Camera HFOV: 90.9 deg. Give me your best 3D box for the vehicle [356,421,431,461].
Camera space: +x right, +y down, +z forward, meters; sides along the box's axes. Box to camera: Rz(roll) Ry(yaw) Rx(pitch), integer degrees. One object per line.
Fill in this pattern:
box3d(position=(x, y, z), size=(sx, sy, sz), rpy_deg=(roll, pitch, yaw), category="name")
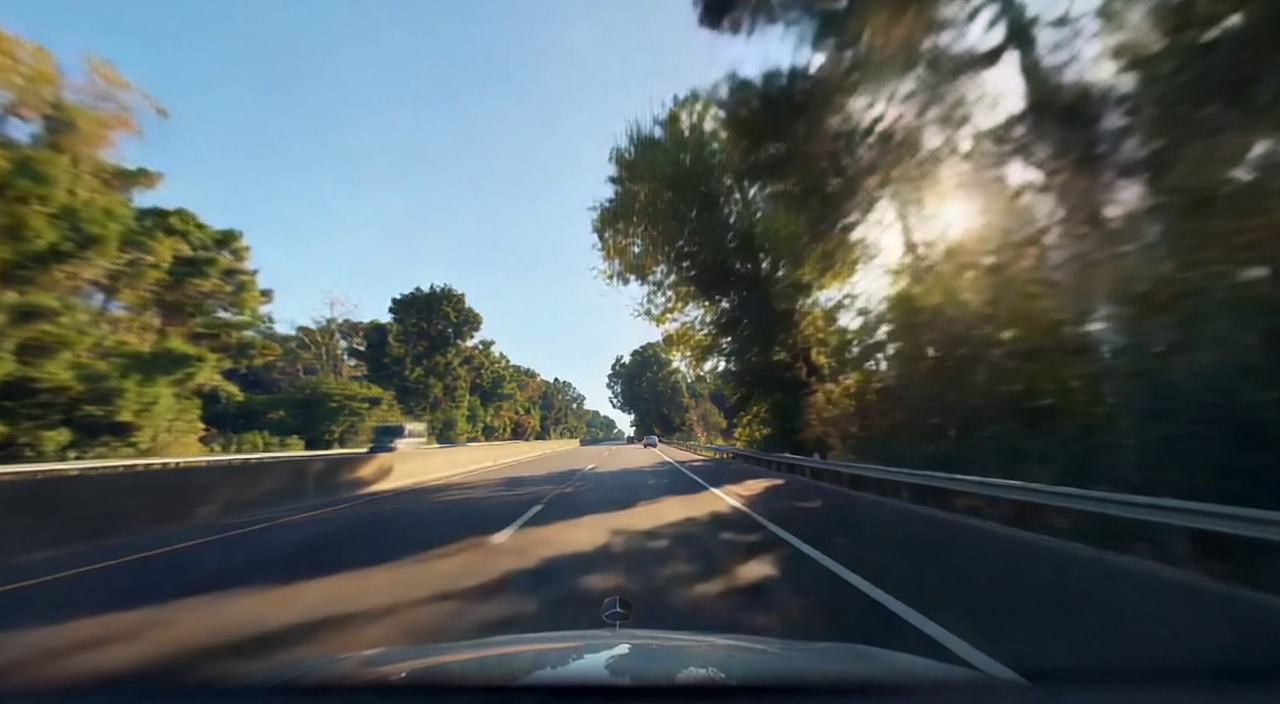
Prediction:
box3d(position=(-16.904, 6.158, 43.694), size=(2.461, 2.573, 6.713), rpy_deg=(0, -8, 0), category="vehicle")
